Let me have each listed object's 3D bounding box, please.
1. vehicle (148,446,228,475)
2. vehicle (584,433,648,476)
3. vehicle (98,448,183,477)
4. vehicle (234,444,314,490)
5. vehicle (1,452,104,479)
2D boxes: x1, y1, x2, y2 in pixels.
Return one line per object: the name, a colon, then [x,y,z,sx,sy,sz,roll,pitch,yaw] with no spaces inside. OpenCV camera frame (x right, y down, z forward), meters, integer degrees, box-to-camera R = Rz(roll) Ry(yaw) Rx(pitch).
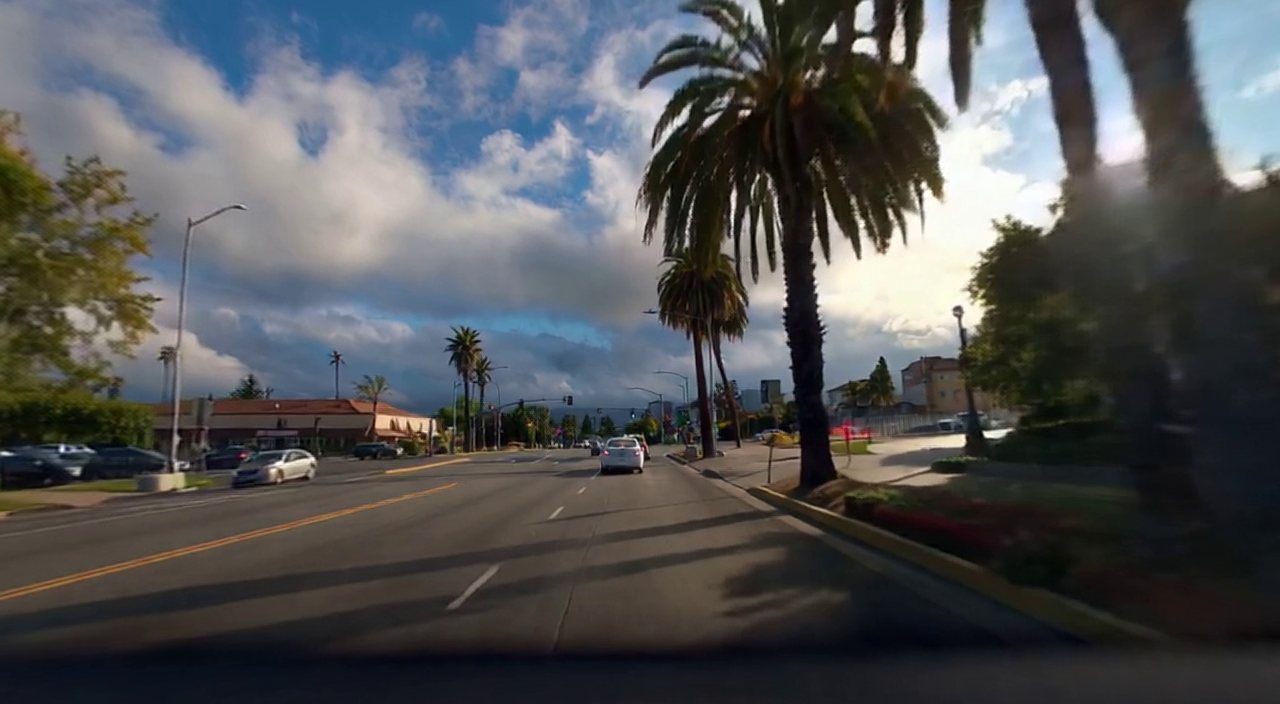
vehicle: [-26.694,6.412,37.458,1.816,1.586,3.958,0,-9,-1]
vehicle: [-0.852,4.031,24.897,2.060,1.526,3.859,-1,-9,5]
vehicle: [-29.204,6.427,37.101,1.812,1.585,3.938,0,-9,-3]
vehicle: [-13.353,4.184,23.333,1.903,1.487,4.784,3,-9,-22]
vehicle: [-34.732,6.691,37.522,1.940,1.474,4.384,0,-9,-1]
